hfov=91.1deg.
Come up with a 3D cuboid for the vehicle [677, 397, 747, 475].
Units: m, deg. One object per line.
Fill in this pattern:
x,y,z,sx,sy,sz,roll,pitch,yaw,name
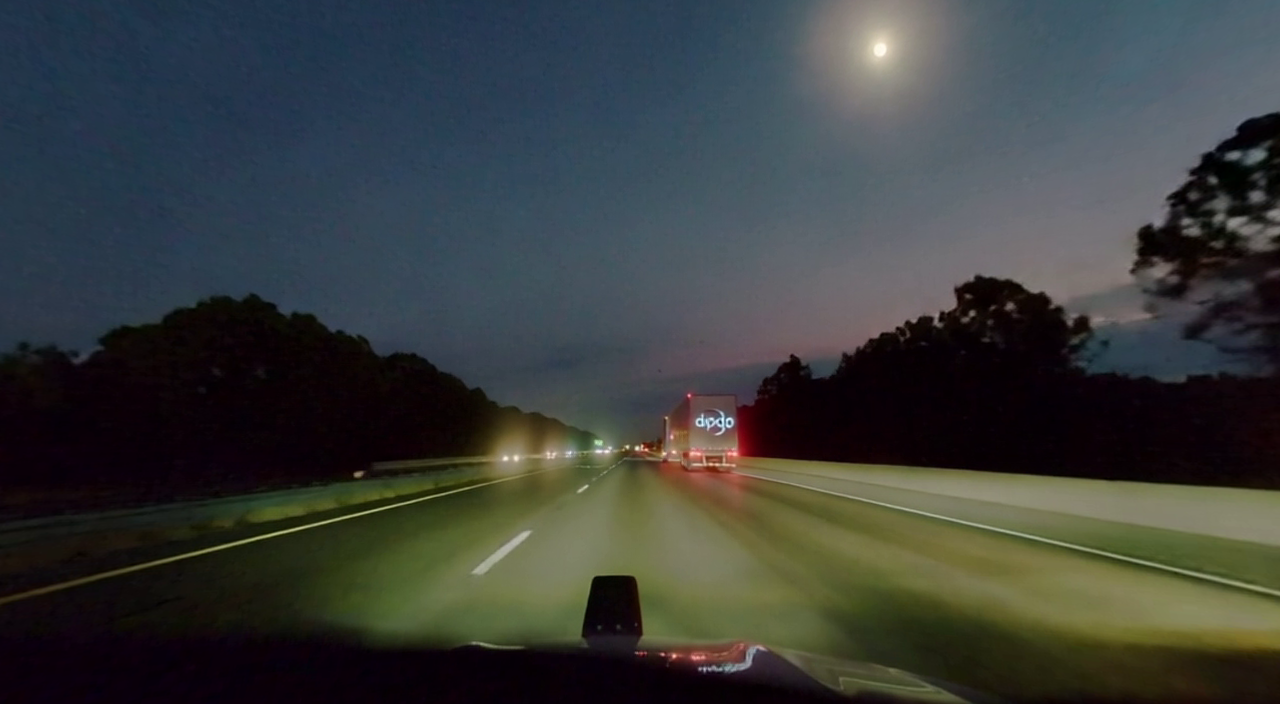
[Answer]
3.897,4.894,36.118,2.856,3.933,8.334,0,-9,-1,vehicle
